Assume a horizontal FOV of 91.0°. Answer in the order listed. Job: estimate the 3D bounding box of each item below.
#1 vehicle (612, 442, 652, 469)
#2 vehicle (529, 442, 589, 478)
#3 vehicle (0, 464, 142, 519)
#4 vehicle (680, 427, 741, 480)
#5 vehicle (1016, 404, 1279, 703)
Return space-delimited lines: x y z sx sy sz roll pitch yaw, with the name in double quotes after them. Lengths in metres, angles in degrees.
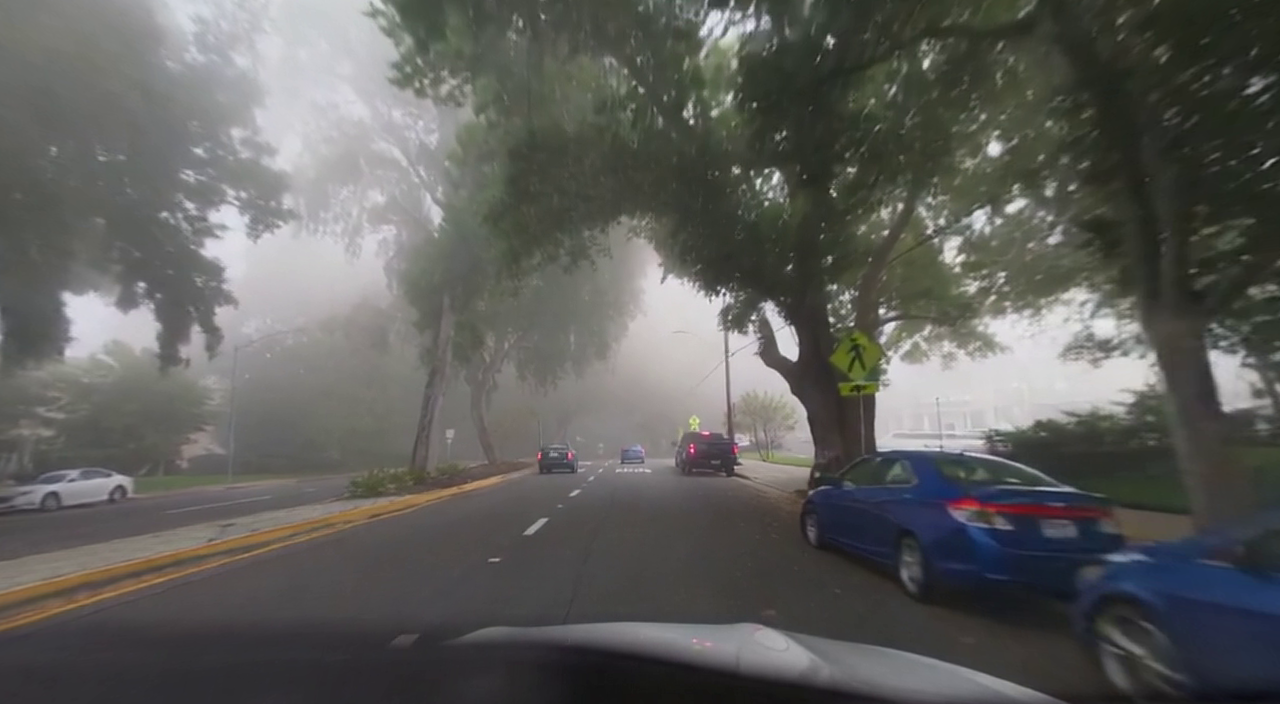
-0.466 6.080 37.146 2.187 1.478 4.138 1 -9 -1 "vehicle"
-3.546 4.835 28.416 2.083 1.460 4.527 1 -9 0 "vehicle"
-19.317 4.592 21.103 1.812 1.499 4.276 1 -9 -2 "vehicle"
2.964 4.430 27.667 2.072 2.017 5.590 1 -9 0 "vehicle"
3.348 0.896 1.734 1.819 1.554 4.638 1 -9 1 "vehicle"
